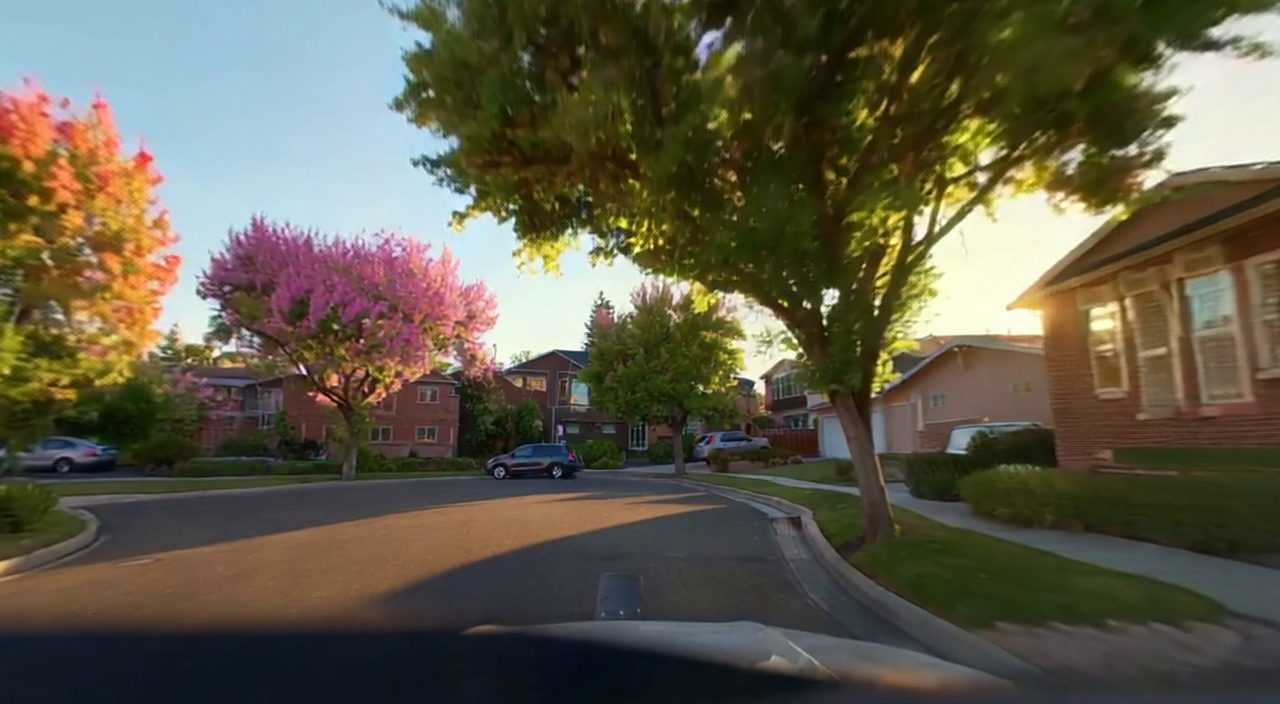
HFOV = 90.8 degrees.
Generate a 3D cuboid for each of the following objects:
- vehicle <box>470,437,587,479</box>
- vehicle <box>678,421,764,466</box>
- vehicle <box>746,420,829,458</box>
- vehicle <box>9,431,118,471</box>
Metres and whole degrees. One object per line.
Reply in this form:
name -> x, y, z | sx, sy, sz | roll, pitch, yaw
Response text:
vehicle -> -5.063, 4.864, 29.040 | 4.815, 1.827, 2.147 | -1, -9, 9
vehicle -> 4.207, 4.619, 32.405 | 2.310, 1.701, 4.280 | -3, -1, 41
vehicle -> 7.539, 4.467, 32.007 | 2.152, 1.773, 4.495 | -8, -12, 41
vehicle -> -27.148, 4.655, 29.755 | 4.237, 1.728, 2.203 | -4, -10, 26
